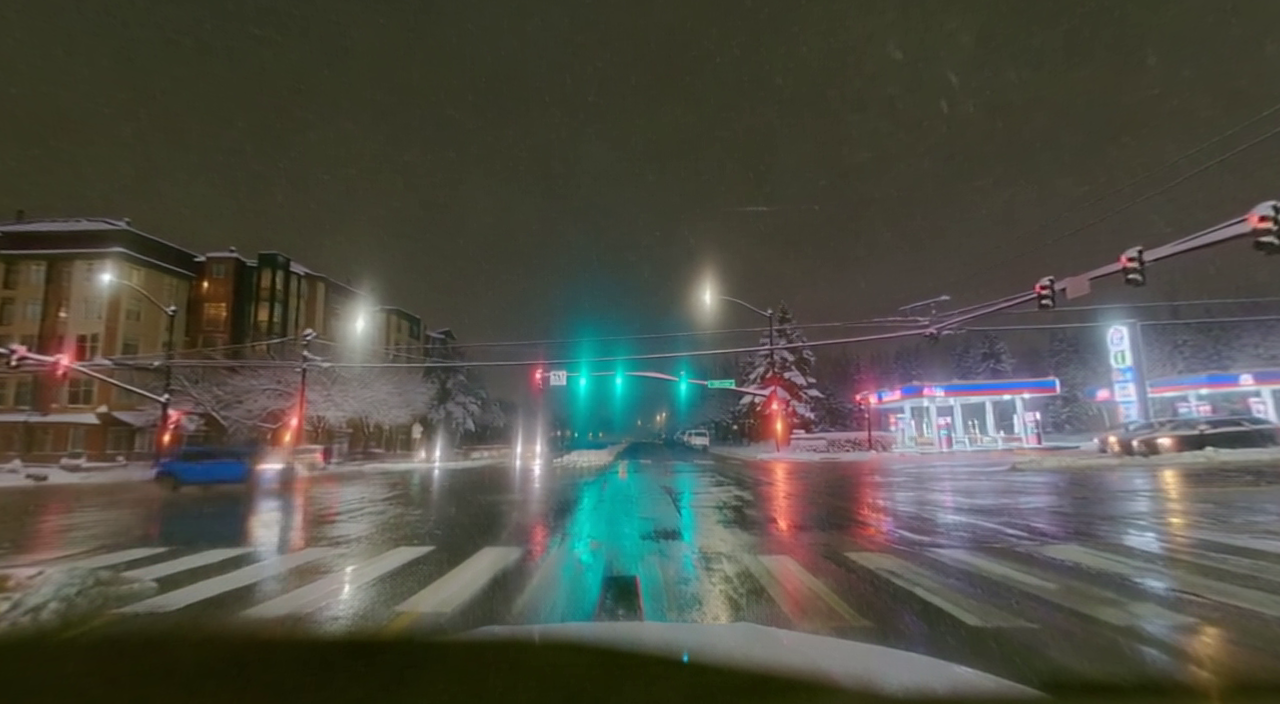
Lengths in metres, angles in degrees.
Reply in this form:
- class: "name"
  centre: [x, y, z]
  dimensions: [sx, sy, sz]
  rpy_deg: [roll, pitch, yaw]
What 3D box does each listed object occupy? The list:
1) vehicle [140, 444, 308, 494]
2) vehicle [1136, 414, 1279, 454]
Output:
- class: "vehicle"
  centre: [-14.190, 3.983, 21.638]
  dimensions: [4.488, 1.463, 1.888]
  rpy_deg: [-2, -8, 3]
- class: "vehicle"
  centre: [22.808, 3.259, 24.841]
  dimensions: [4.696, 1.483, 1.898]
  rpy_deg: [-1, -8, 3]
